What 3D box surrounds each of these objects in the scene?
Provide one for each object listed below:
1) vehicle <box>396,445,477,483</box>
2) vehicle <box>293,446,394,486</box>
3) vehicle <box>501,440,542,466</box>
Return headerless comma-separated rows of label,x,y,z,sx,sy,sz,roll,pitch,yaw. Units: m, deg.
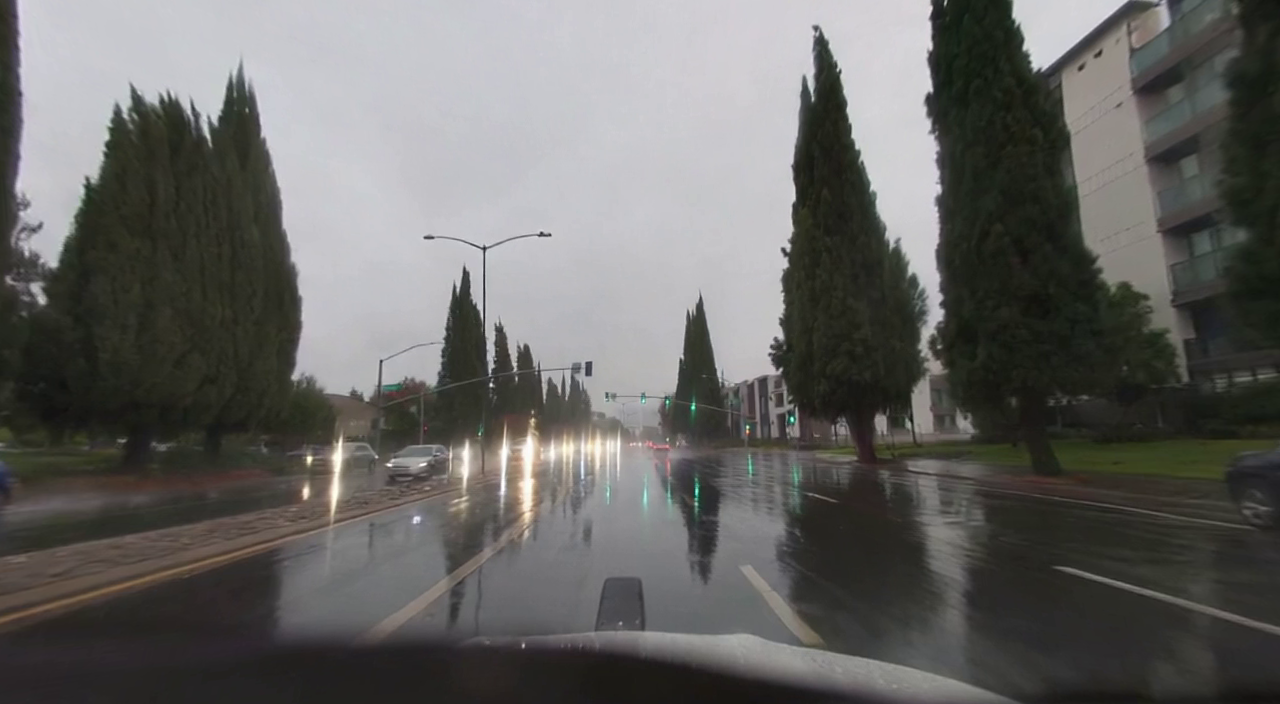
vehicle,-8.468,4.664,26.707,1.899,1.465,4.443,0,-8,0
vehicle,-12.075,4.636,26.117,1.969,1.490,4.488,0,-8,0
vehicle,-8.614,7.373,46.291,2.131,1.836,4.670,0,-8,0
